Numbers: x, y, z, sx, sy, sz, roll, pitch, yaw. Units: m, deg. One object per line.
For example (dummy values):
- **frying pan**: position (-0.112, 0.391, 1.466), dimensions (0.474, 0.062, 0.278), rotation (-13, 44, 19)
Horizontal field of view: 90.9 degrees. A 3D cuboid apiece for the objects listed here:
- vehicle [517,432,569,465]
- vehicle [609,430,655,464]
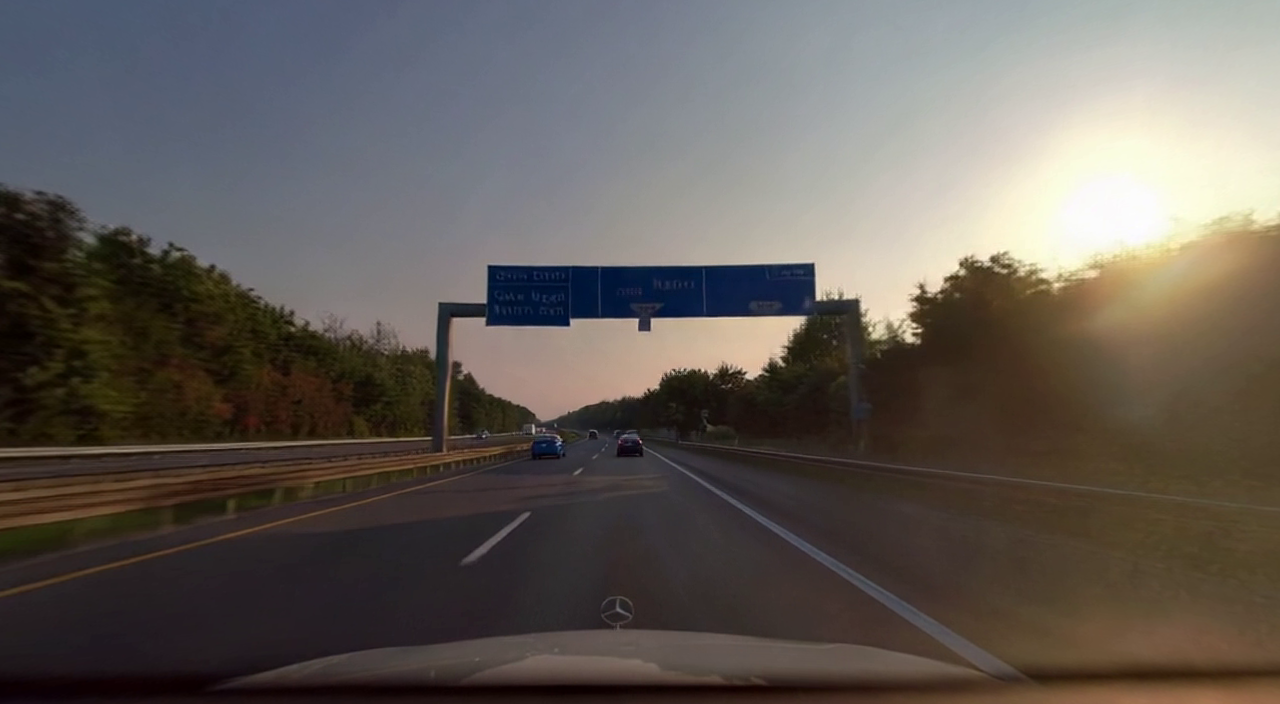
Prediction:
- **vehicle**: position (-4.676, 4.731, 31.061), dimensions (1.975, 1.518, 4.242), rotation (0, -8, -1)
- **vehicle**: position (-0.463, 4.779, 31.906), dimensions (2.162, 1.616, 4.242), rotation (0, -8, -2)
